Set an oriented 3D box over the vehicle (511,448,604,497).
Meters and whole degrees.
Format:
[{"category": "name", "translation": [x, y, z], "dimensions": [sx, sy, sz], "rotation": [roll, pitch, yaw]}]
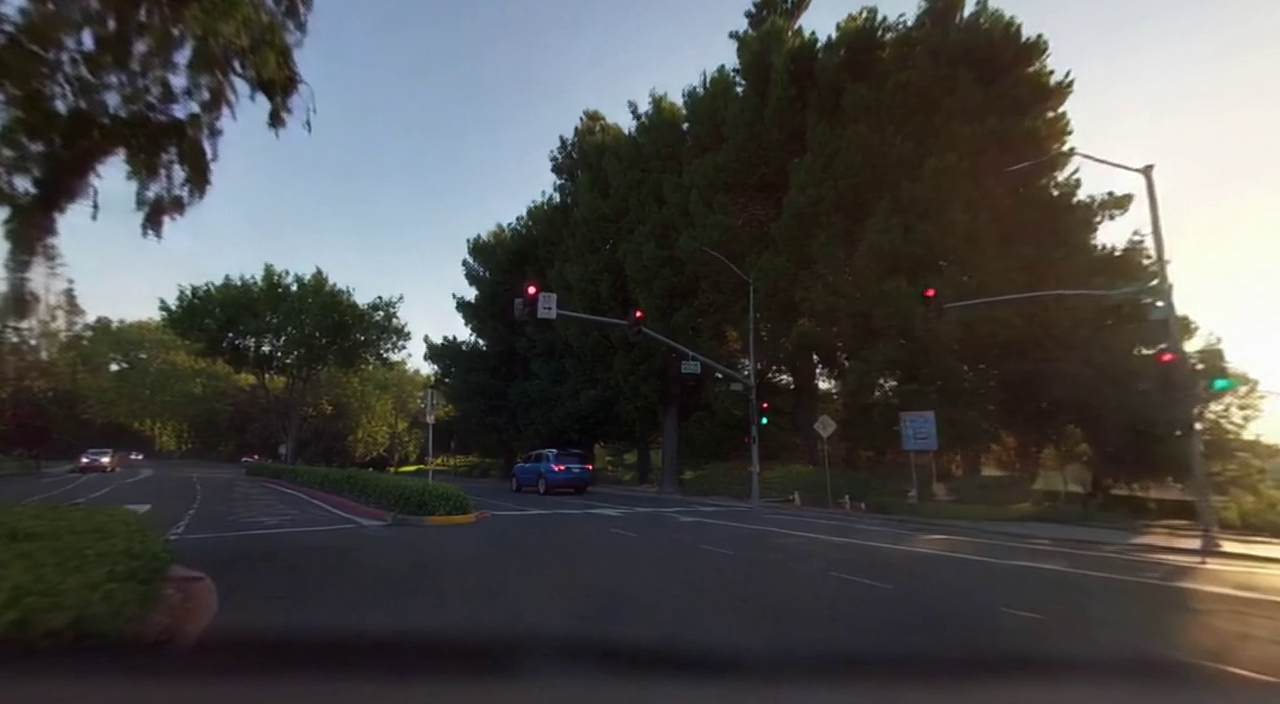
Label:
[{"category": "vehicle", "translation": [-3.578, 4.937, 26.418], "dimensions": [2.284, 1.788, 4.871], "rotation": [5, -9, -27]}]
